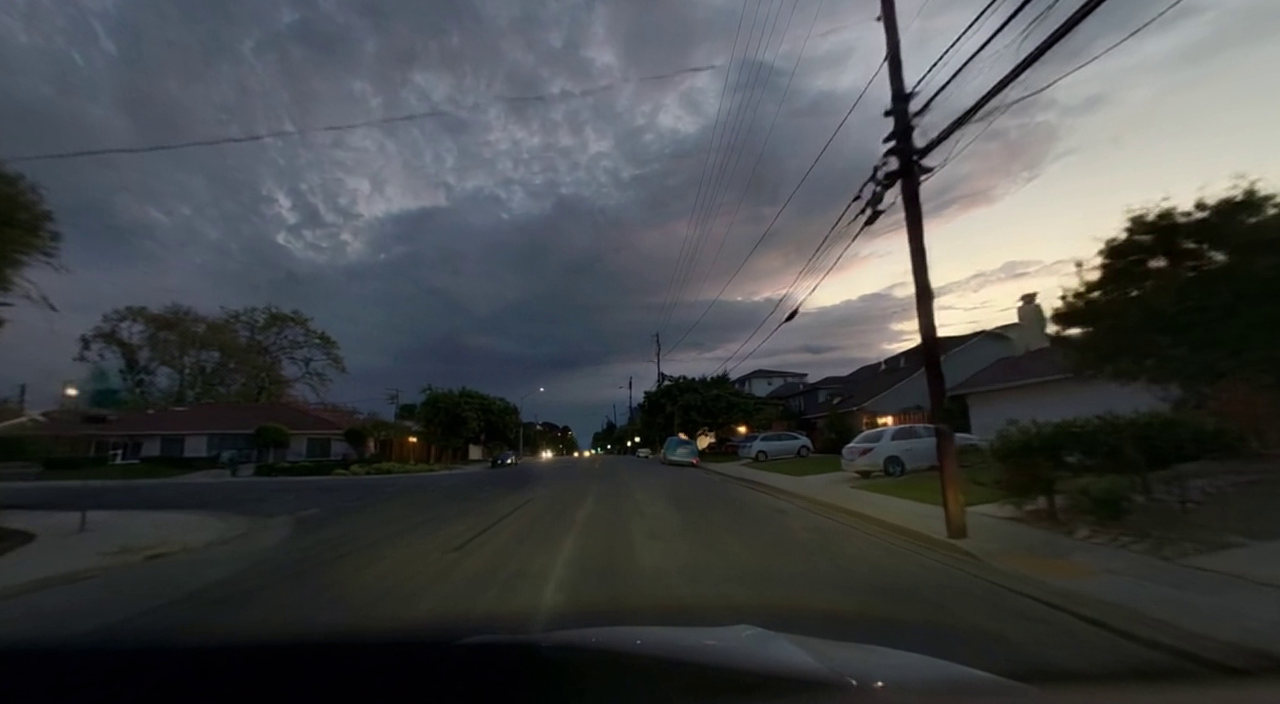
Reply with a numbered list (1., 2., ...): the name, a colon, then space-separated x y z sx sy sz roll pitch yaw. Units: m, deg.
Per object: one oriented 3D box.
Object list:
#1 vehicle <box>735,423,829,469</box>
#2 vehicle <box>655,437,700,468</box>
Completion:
1. vehicle: 8.415 5.594 37.794 4.801 2.139 2.164 -6 -7 -3
2. vehicle: 2.470 6.847 43.307 2.214 1.962 4.733 1 -9 -7
